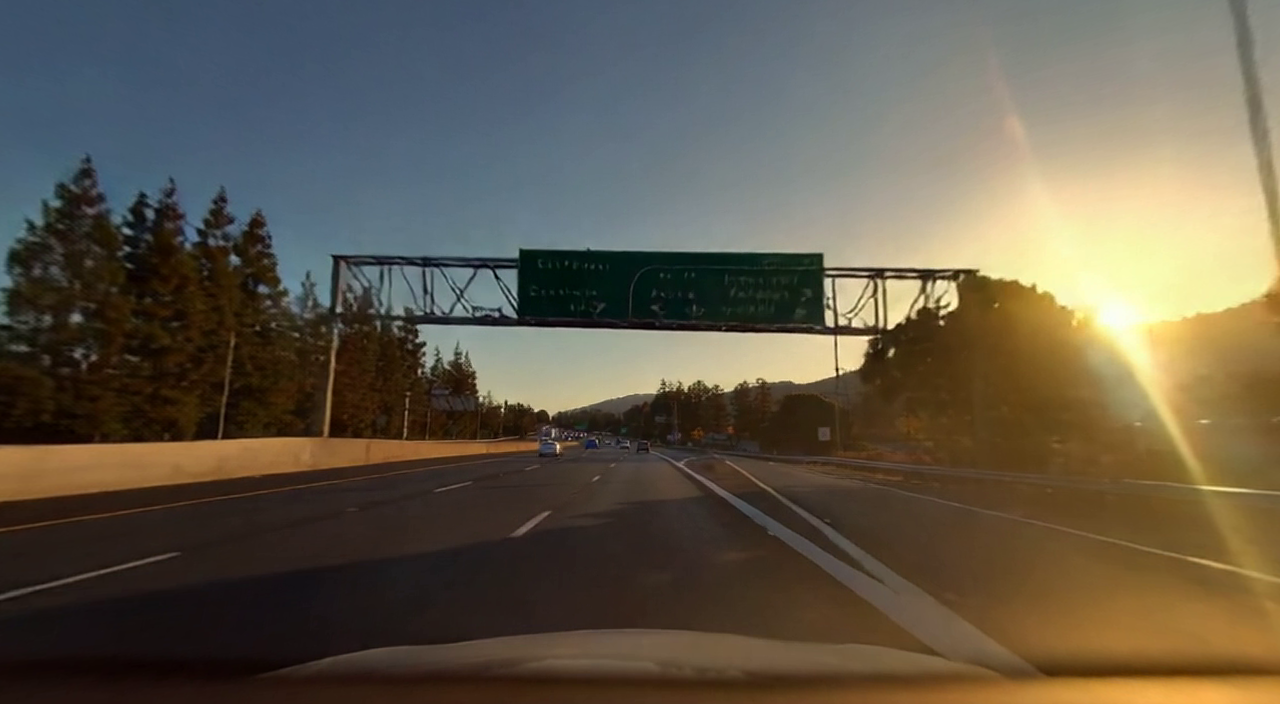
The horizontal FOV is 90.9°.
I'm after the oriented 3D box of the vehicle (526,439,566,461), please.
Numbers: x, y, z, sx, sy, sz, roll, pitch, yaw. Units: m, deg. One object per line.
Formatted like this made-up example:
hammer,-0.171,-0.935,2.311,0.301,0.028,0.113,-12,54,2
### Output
vehicle,-6.775,7.092,45.854,2.025,1.494,4.495,0,-8,2
